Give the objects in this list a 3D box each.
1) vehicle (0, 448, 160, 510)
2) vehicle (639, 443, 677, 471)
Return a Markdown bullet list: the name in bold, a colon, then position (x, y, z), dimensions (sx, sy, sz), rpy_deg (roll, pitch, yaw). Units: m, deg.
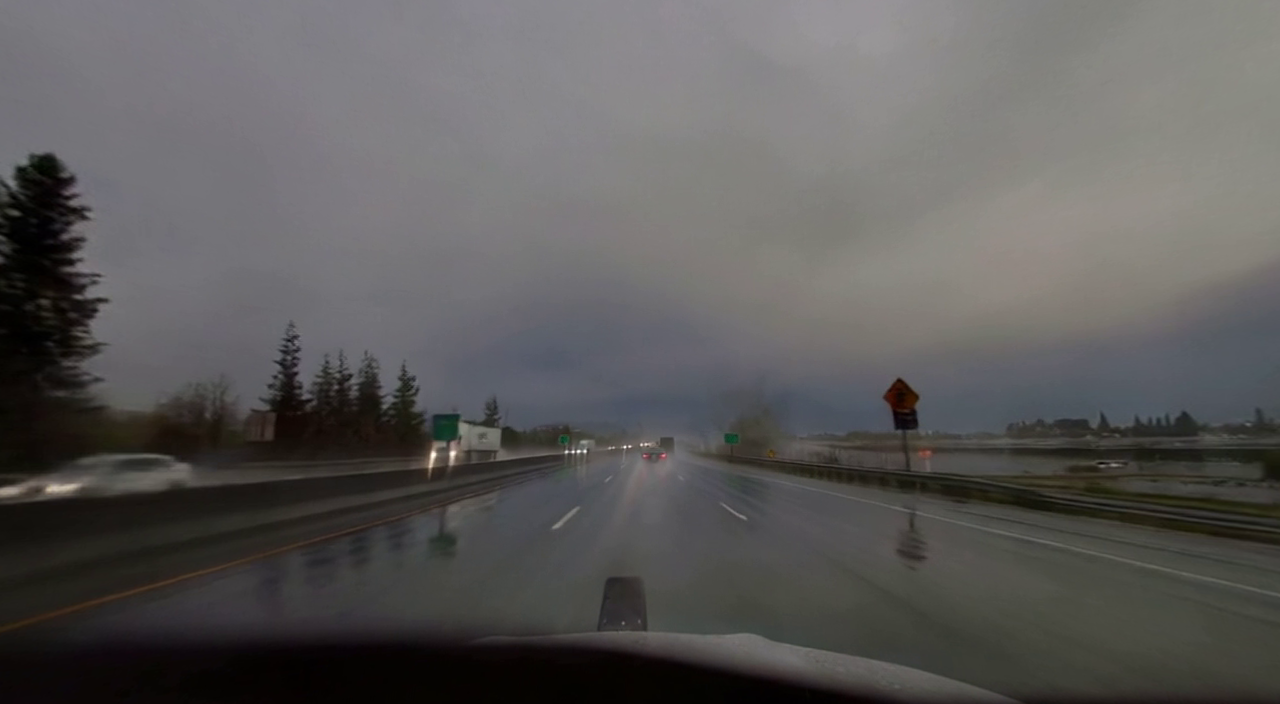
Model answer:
- **vehicle**: position (-15.675, 3.400, 17.331), dimensions (1.798, 1.466, 3.951), rpy_deg (0, -9, 0)
- **vehicle**: position (1.063, 6.612, 39.696), dimensions (2.231, 1.652, 4.503), rpy_deg (0, -9, -1)
